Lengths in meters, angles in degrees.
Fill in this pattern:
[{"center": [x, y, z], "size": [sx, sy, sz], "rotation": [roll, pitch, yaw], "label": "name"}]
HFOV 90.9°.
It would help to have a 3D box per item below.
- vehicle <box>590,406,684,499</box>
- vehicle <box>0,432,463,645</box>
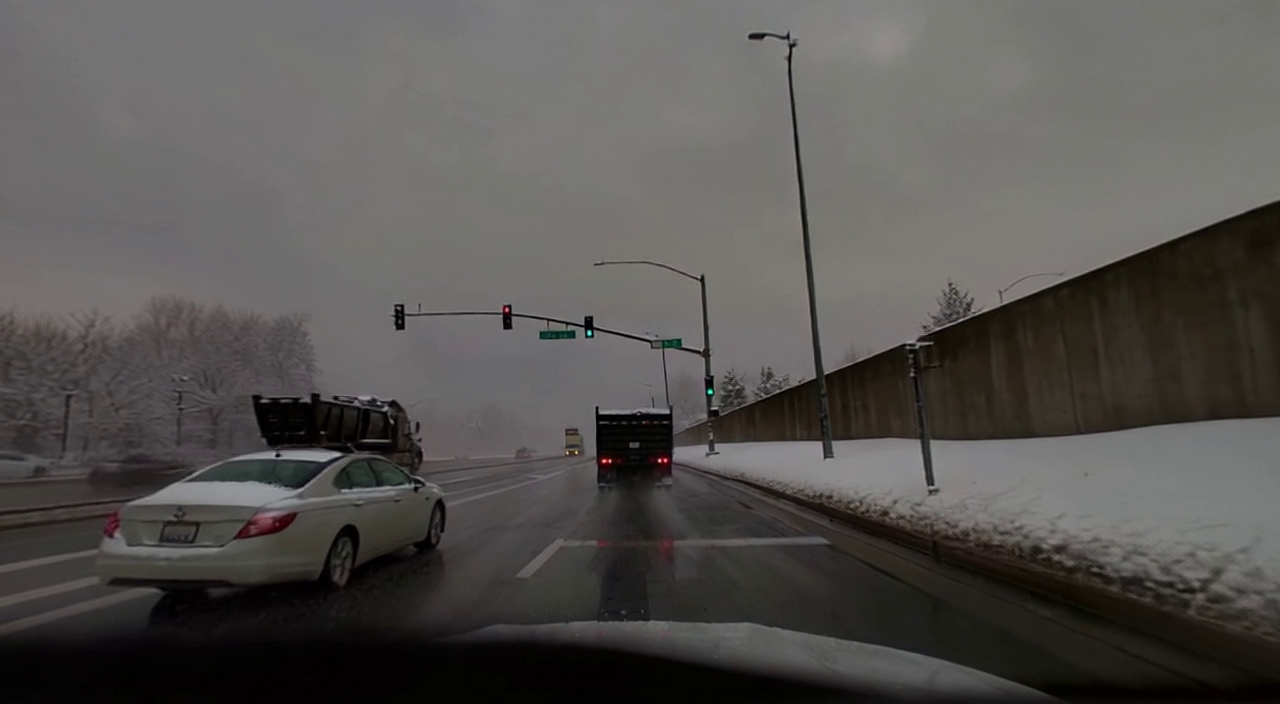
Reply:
[{"center": [-0.101, 2.912, 18.553], "size": [2.355, 2.305, 5.336], "rotation": [0, -8, -1], "label": "vehicle"}, {"center": [-3.753, 1.695, 7.009], "size": [2.019, 1.480, 4.966], "rotation": [0, -8, 1], "label": "vehicle"}]
